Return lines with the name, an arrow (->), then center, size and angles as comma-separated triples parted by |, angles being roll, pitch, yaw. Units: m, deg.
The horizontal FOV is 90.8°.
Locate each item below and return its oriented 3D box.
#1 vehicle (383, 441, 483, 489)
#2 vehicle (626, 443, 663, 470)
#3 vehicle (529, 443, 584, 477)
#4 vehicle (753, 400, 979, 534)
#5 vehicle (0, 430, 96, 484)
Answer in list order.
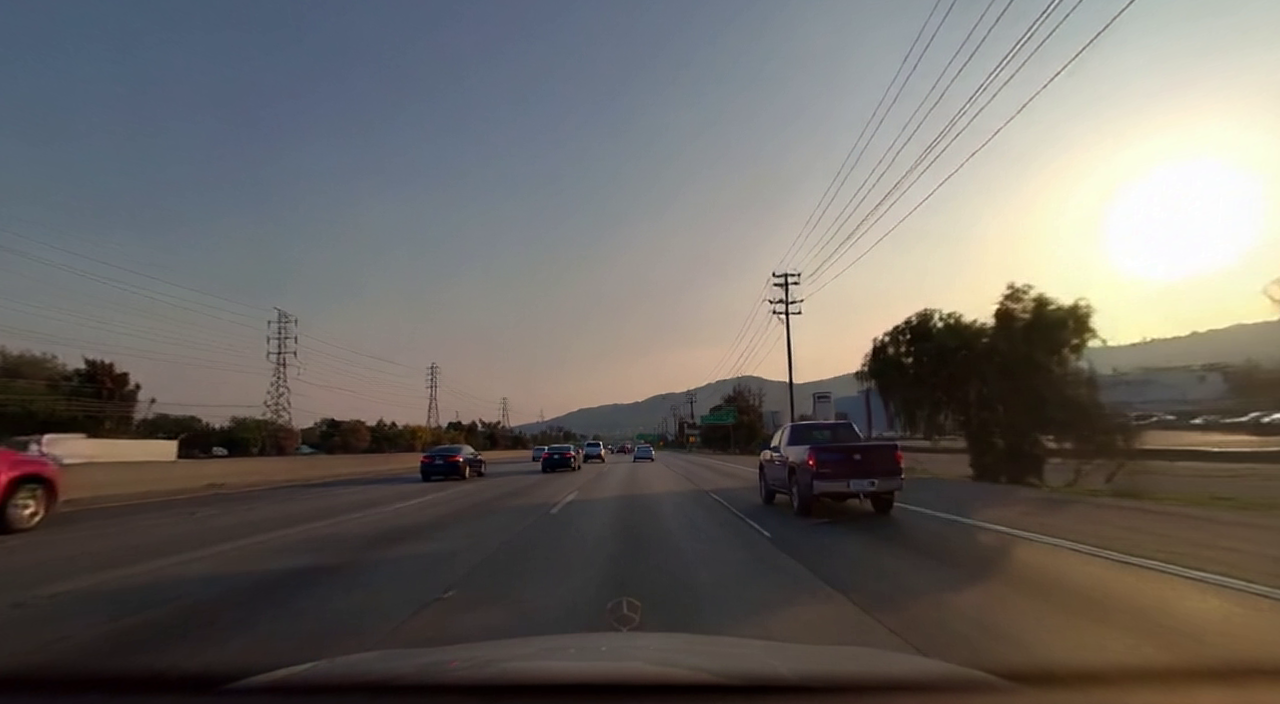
vehicle -> -7.167, 3.935, 22.468 | 1.959, 1.496, 4.740 | 0, -8, 0
vehicle -> 0.235, 6.007, 36.462 | 2.030, 1.471, 4.115 | 0, -8, 0
vehicle -> -3.783, 4.951, 29.344 | 1.938, 1.444, 4.206 | 0, -8, 0
vehicle -> 3.730, 2.032, 11.743 | 2.231, 1.919, 5.086 | 0, -8, -1
vehicle -> -38.098, 6.500, 39.139 | 2.716, 3.066, 6.526 | 0, -9, 1
